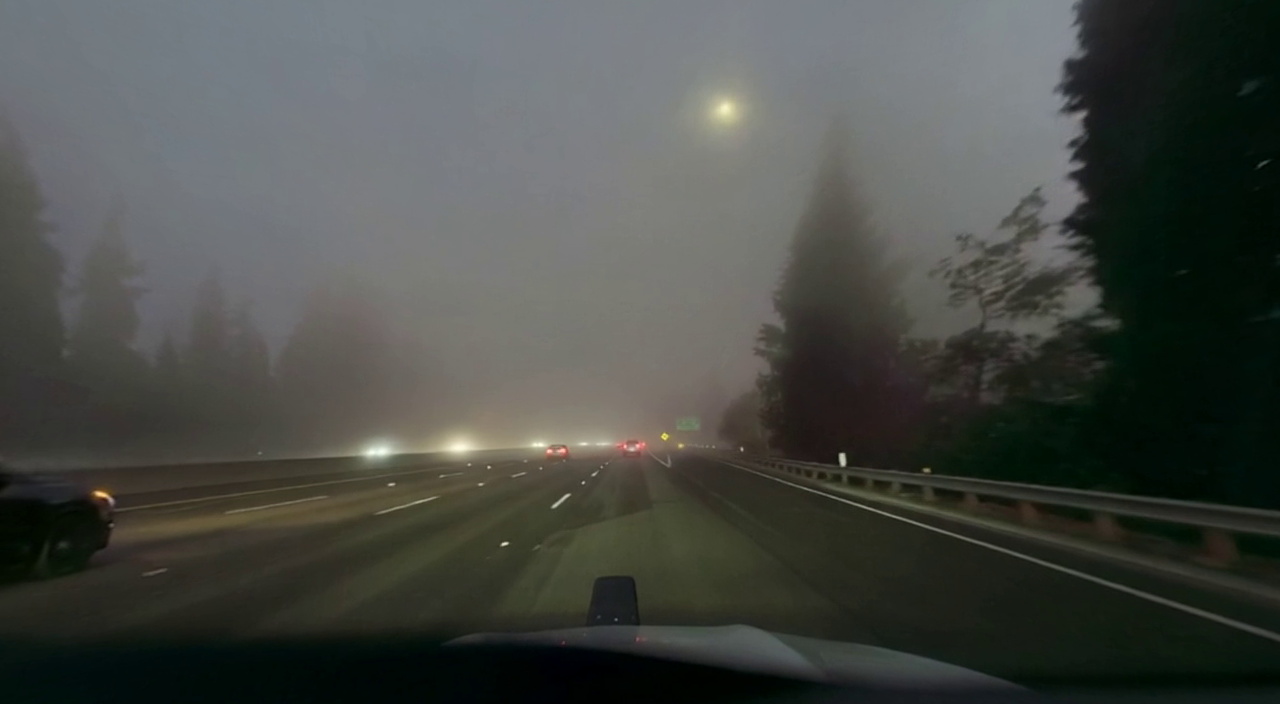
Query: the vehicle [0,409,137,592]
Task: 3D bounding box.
[{"bbox_3d":[-6.674,1.168,4.637,2.016,1.606,4.806,0,-9,-1],"label":"vehicle"}]
